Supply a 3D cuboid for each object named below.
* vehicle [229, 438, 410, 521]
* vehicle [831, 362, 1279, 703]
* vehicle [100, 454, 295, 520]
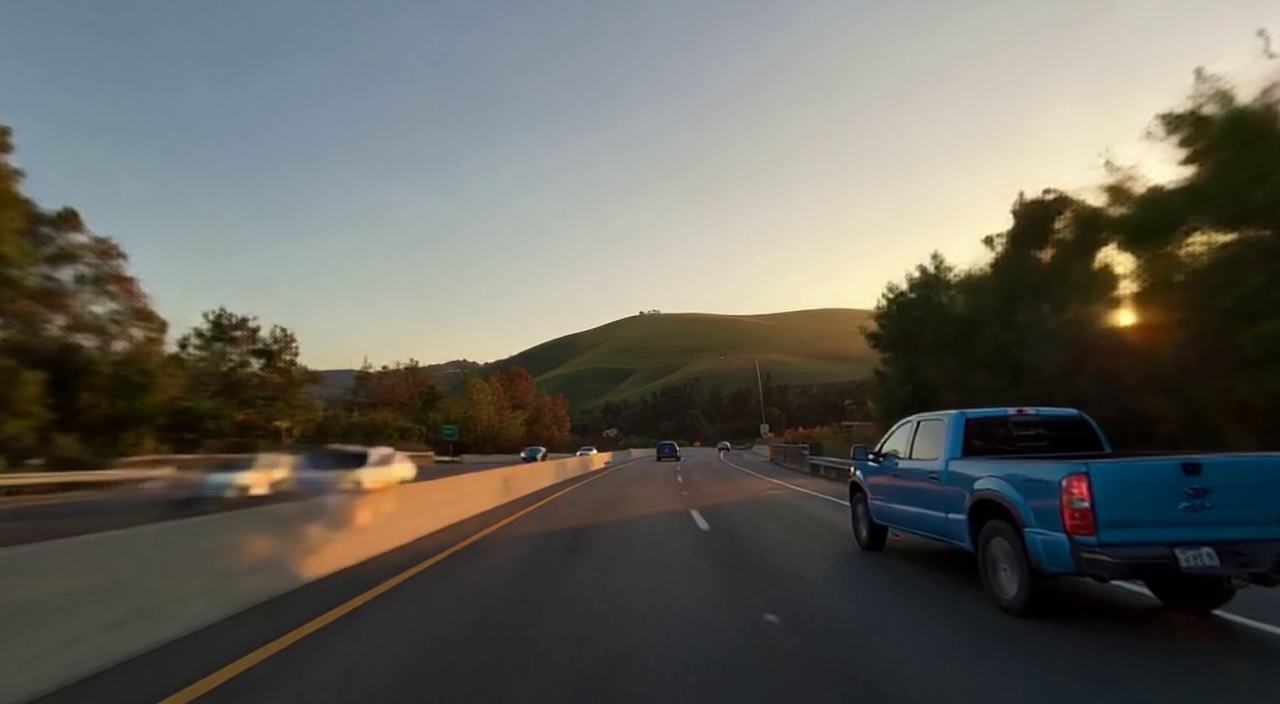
[{"bbox_3d":[-7.872,3.143,16.169,2.041,1.776,4.570,-1,-9,3],"label":"vehicle"},{"bbox_3d":[3.553,1.268,5.656,2.151,1.744,4.709,0,-9,-1],"label":"vehicle"},{"bbox_3d":[-11.531,3.511,16.969,1.879,1.455,4.538,0,-9,1],"label":"vehicle"}]
